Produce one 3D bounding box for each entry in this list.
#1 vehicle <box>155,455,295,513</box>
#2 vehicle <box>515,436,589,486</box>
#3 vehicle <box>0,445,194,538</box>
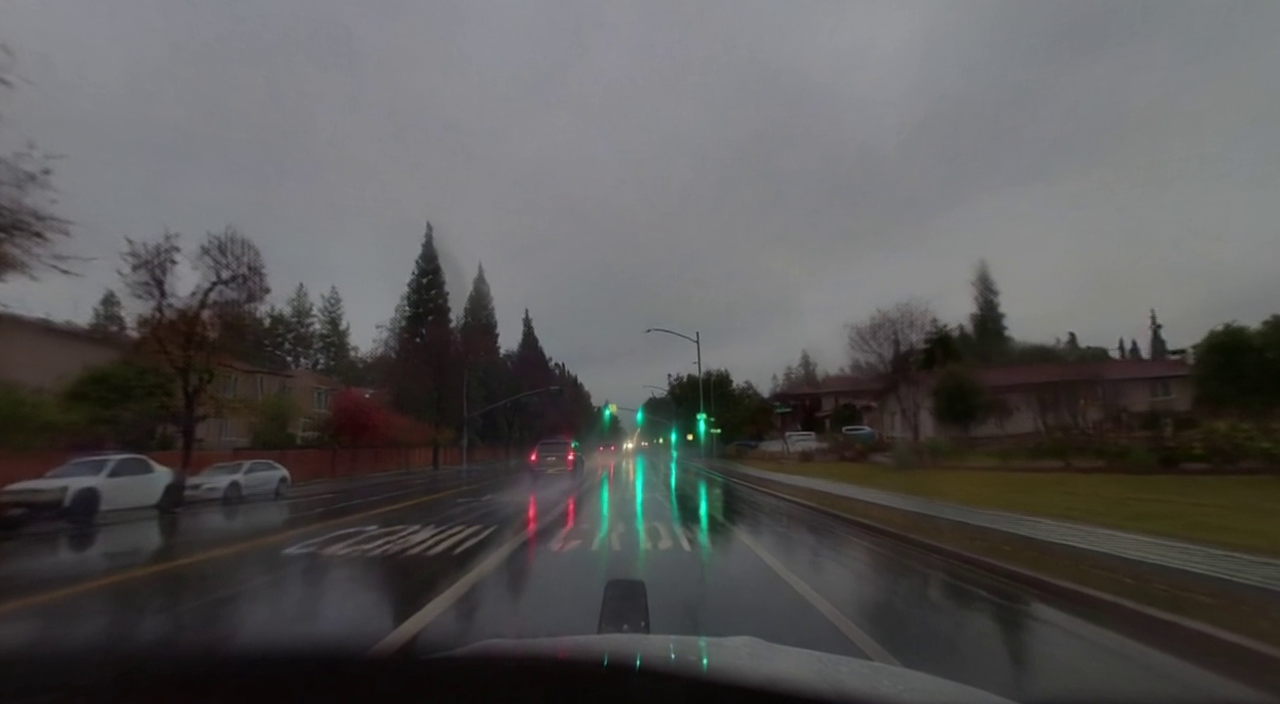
[{"bbox_3d":[-14.244,4.493,21.996,1.860,1.490,4.542,-4,-7,0],"label":"vehicle"},{"bbox_3d":[-3.185,4.059,23.855,2.084,1.701,4.734,0,-8,1],"label":"vehicle"},{"bbox_3d":[-14.105,3.435,16.231,1.972,1.887,4.777,-3,-7,-3],"label":"vehicle"}]
